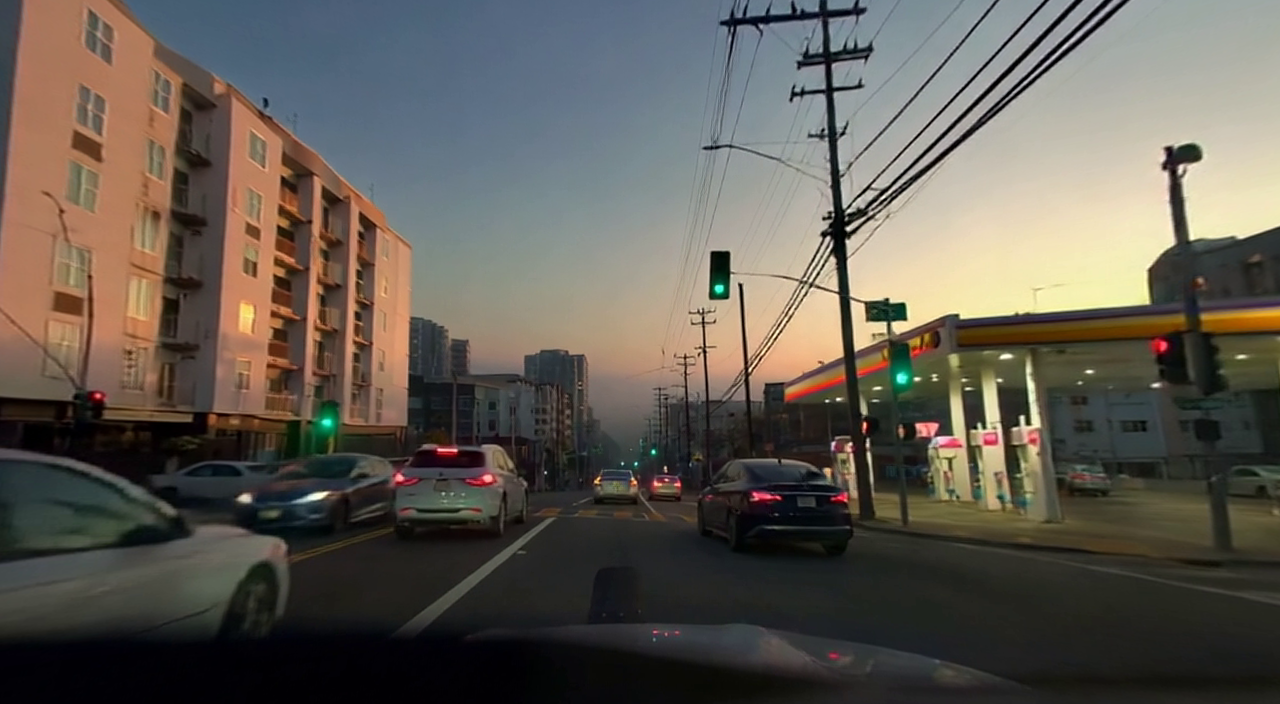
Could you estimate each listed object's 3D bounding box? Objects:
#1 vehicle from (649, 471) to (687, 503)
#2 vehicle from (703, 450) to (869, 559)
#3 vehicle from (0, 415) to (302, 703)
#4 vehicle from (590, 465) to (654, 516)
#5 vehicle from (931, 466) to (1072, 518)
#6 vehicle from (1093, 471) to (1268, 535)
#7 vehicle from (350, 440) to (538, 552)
[{"bbox_3d":[1.687,8.337,39.272,1.953,1.687,4.094,0,-9,-3],"label":"vehicle"},{"bbox_3d":[2.463,2.681,11.861,1.945,1.647,4.160,0,-9,-2],"label":"vehicle"},{"bbox_3d":[-3.107,0.915,1.878,1.932,1.458,4.330,0,-9,-2],"label":"vehicle"},{"bbox_3d":[-0.623,4.705,21.796,1.999,1.487,3.939,0,-9,-2],"label":"vehicle"},{"bbox_3d":[12.208,4.659,21.370,4.048,1.539,1.820,3,-10,-19],"label":"vehicle"},{"bbox_3d":[15.767,4.372,18.847,1.959,1.482,4.664,-2,-9,13],"label":"vehicle"},{"bbox_3d":[-3.405,2.591,12.100,2.221,1.706,4.451,0,-9,-1],"label":"vehicle"}]
